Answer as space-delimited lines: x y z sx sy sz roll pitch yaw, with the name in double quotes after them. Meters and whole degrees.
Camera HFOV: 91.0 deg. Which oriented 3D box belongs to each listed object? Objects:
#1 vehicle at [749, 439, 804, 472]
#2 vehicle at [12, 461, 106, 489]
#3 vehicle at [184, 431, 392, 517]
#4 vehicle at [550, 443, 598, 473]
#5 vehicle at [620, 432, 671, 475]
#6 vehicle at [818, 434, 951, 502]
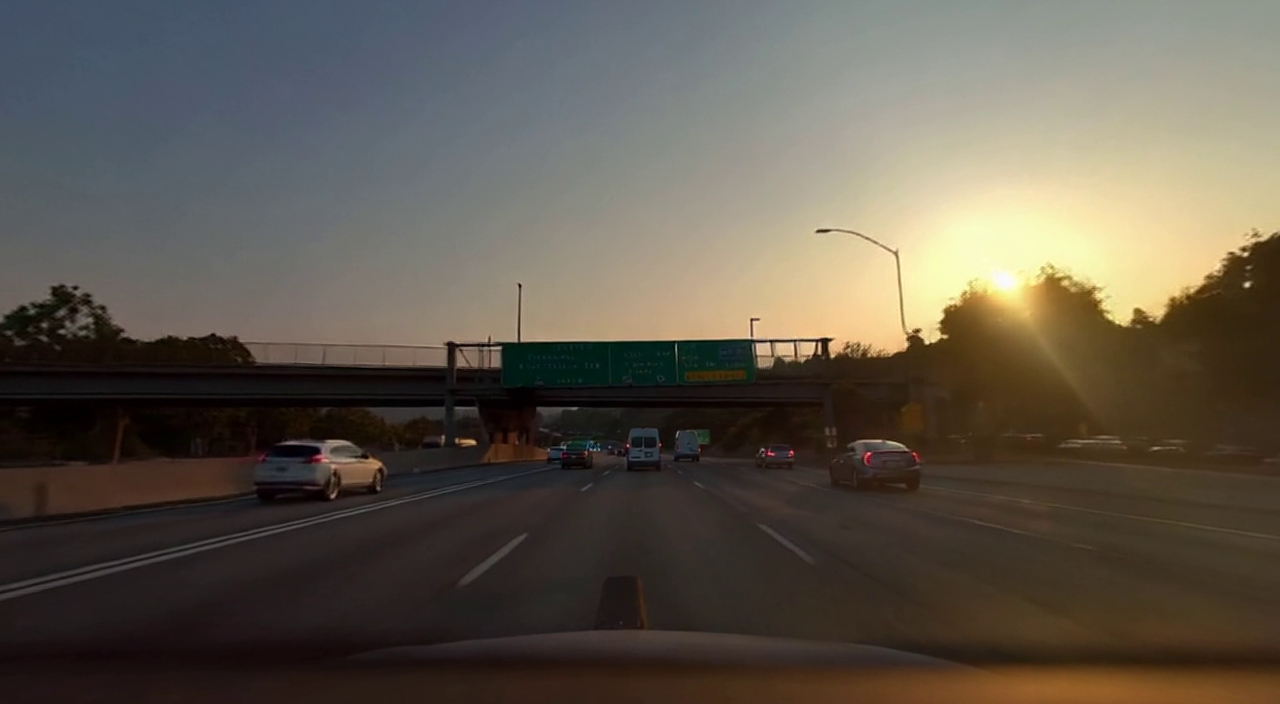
7.999 6.090 37.381 2.147 1.808 5.243 0 -9 0 "vehicle"
-33.497 7.074 36.452 1.689 1.459 3.831 0 -9 1 "vehicle"
-7.667 2.684 14.415 2.108 1.619 4.548 0 -9 0 "vehicle"
-3.671 6.008 35.921 2.173 1.542 4.781 0 -9 1 "vehicle"
0.286 5.313 33.162 2.509 2.062 4.639 0 -9 0 "vehicle"
6.786 3.253 18.127 2.146 1.678 4.489 0 -9 2 "vehicle"
